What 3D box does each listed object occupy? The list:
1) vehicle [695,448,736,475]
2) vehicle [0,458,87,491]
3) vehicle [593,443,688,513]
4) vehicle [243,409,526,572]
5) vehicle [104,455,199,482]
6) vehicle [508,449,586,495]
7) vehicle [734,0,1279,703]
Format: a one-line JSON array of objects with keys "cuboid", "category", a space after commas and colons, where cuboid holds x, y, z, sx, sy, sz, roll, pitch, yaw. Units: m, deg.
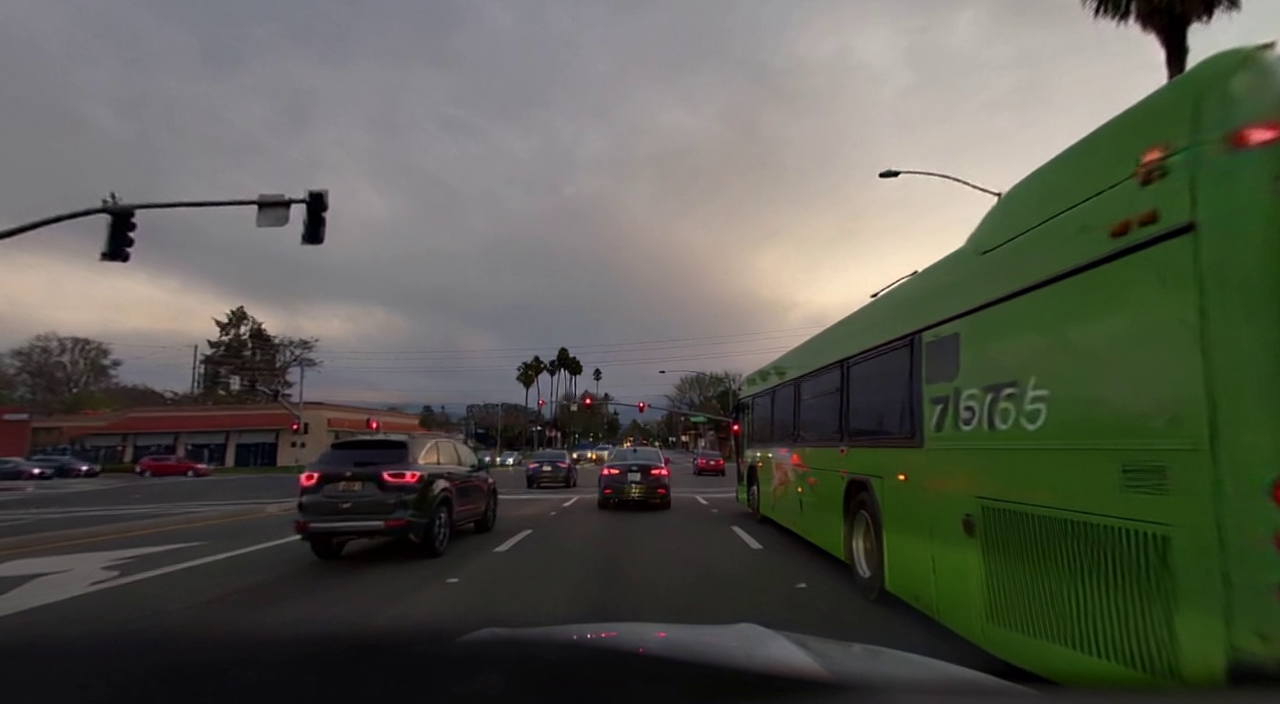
[{"cuboid": [4.496, 6.555, 37.990, 1.989, 1.467, 4.364, 0, -9, 1], "category": "vehicle"}, {"cuboid": [-36.738, 7.304, 37.854, 4.855, 1.812, 2.153, 1, -9, -6], "category": "vehicle"}, {"cuboid": [0.034, 3.025, 15.636, 2.060, 1.499, 3.831, 0, -9, 1], "category": "vehicle"}, {"cuboid": [-3.353, 1.945, 9.709, 2.145, 1.824, 4.974, 0, -9, 2], "category": "vehicle"}, {"cuboid": [-34.737, 8.297, 45.043, 4.872, 1.622, 2.022, -1, -8, -7], "category": "vehicle"}, {"cuboid": [-3.061, 4.050, 21.716, 1.919, 1.415, 4.178, -1, -9, 2], "category": "vehicle"}, {"cuboid": [3.758, 0.511, 8.127, 3.068, 4.026, 13.534, 0, -9, 0], "category": "vehicle"}]
